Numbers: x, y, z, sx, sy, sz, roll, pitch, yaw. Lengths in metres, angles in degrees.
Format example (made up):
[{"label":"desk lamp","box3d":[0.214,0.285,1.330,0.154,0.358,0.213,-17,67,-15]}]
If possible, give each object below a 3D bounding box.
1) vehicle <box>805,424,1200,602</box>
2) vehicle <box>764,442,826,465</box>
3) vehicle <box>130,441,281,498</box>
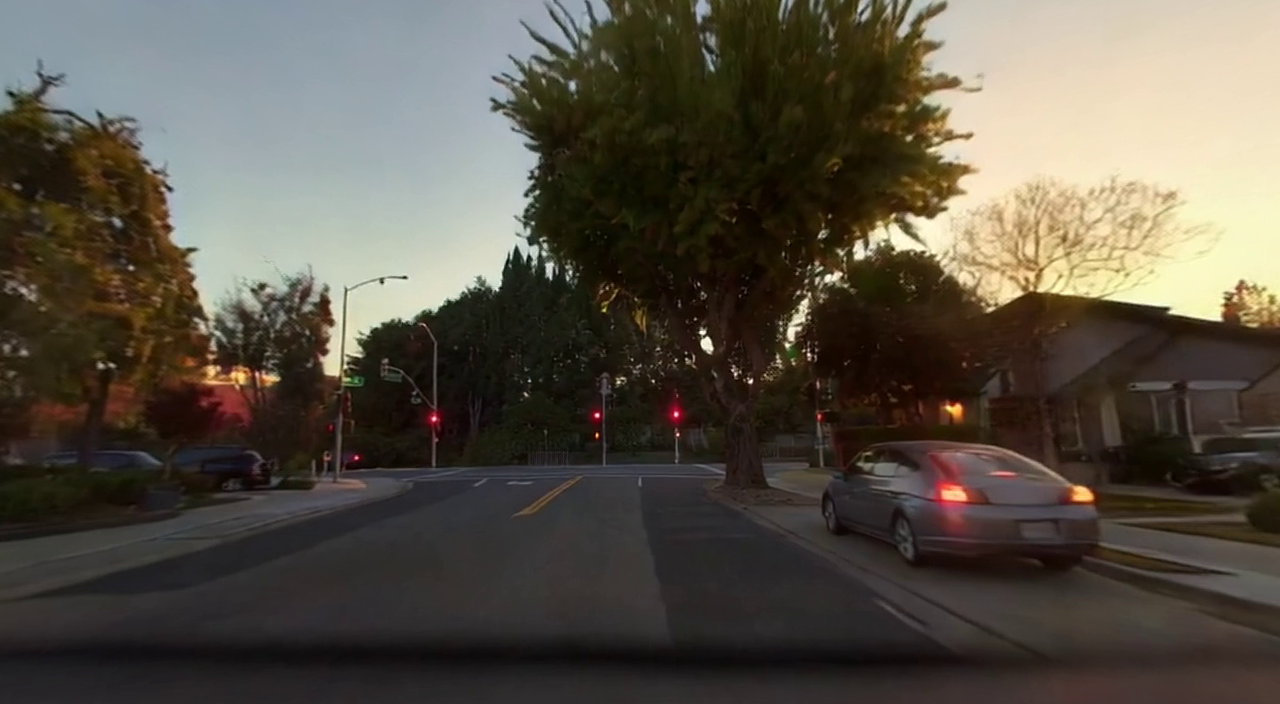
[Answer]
[{"label":"vehicle","box3d":[3.689,1.716,7.796,2.065,1.478,4.828,0,-8,1]},{"label":"vehicle","box3d":[10.675,7.029,43.812,3.815,1.504,1.790,0,-8,0]},{"label":"vehicle","box3d":[-14.078,3.795,20.874,2.003,1.637,4.297,0,-8,-2]}]
